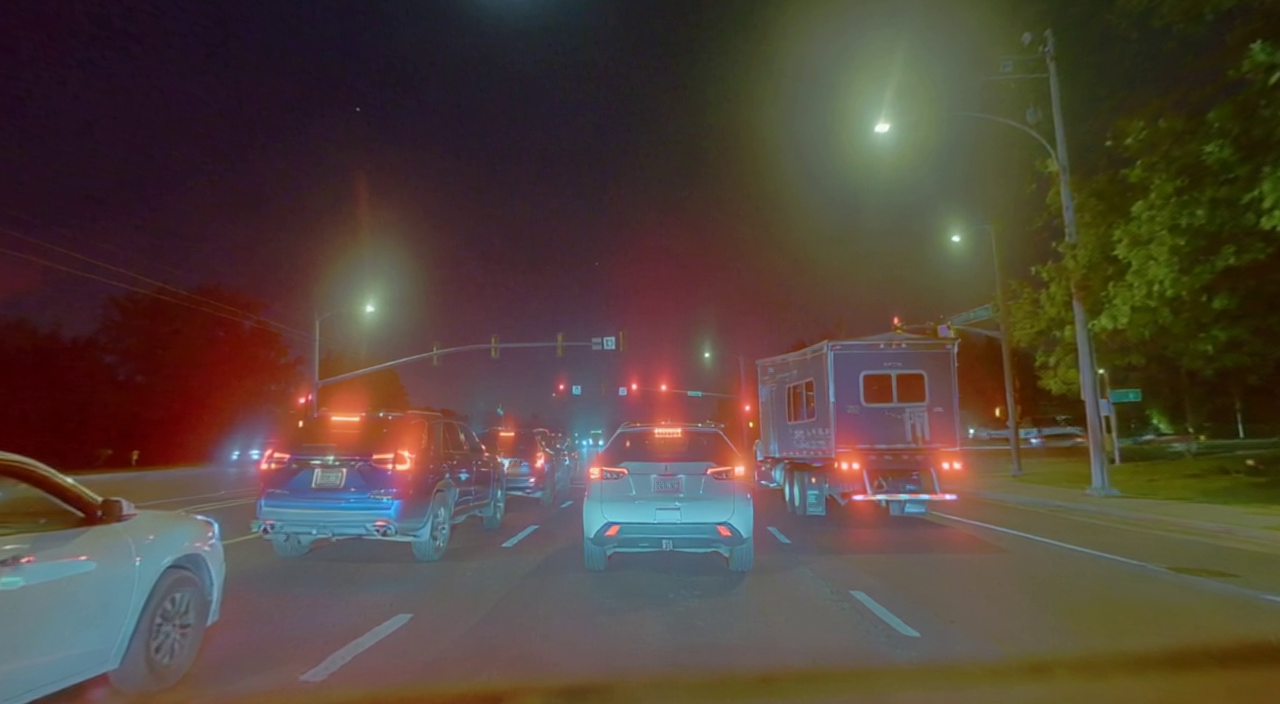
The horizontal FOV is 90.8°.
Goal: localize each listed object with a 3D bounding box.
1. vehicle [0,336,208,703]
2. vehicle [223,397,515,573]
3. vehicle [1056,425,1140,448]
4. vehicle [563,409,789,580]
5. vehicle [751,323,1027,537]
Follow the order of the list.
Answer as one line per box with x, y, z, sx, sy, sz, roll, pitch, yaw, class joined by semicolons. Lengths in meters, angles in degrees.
-3.424;0.672;1.469;1.952;1.730;4.116;0;-9;-1;vehicle
-3.266;1.713;8.843;2.085;1.812;4.388;0;-9;0;vehicle
33.154;6.152;45.883;4.671;1.595;1.824;-6;-10;31;vehicle
0.357;1.701;8.304;2.189;1.649;4.171;0;-9;0;vehicle
3.683;1.402;10.996;2.531;2.750;5.595;0;-9;1;vehicle
